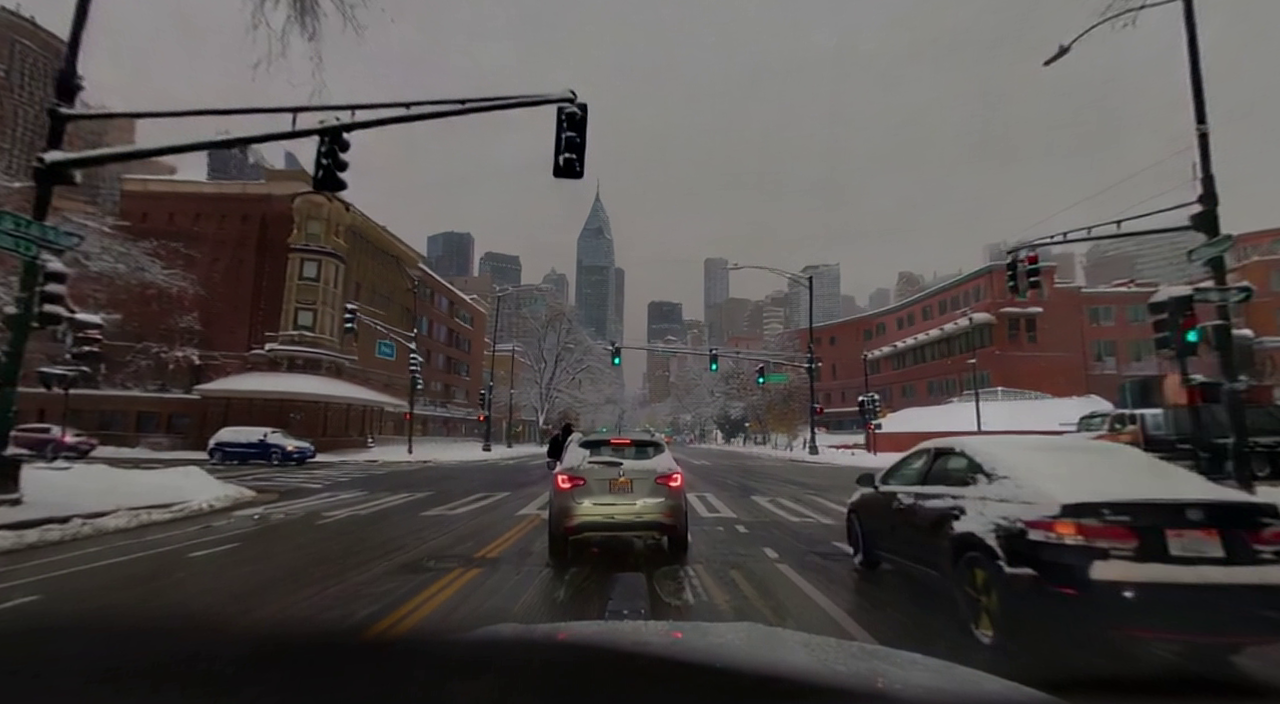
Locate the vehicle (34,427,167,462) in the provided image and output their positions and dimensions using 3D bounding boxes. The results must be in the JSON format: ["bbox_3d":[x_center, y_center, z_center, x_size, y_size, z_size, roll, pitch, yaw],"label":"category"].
[{"bbox_3d":[-23.726,4.075,27.827,4.243,1.454,1.789,0,-8,1],"label":"vehicle"}]

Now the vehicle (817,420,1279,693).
[{"bbox_3d":[3.232,1.411,5.669,1.942,1.443,4.468,0,-8,-1],"label":"vehicle"}]

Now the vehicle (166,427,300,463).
[{"bbox_3d":[-17.552,4.022,27.348,4.511,1.483,1.877,0,-8,1],"label":"vehicle"}]

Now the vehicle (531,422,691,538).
[{"bbox_3d":[-0.432,1.896,9.974,2.031,1.461,3.763,0,-8,-2],"label":"vehicle"}]

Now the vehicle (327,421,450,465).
[{"bbox_3d":[-10.439,3.789,26.239,4.556,1.689,1.982,-3,-9,21],"label":"vehicle"}]
